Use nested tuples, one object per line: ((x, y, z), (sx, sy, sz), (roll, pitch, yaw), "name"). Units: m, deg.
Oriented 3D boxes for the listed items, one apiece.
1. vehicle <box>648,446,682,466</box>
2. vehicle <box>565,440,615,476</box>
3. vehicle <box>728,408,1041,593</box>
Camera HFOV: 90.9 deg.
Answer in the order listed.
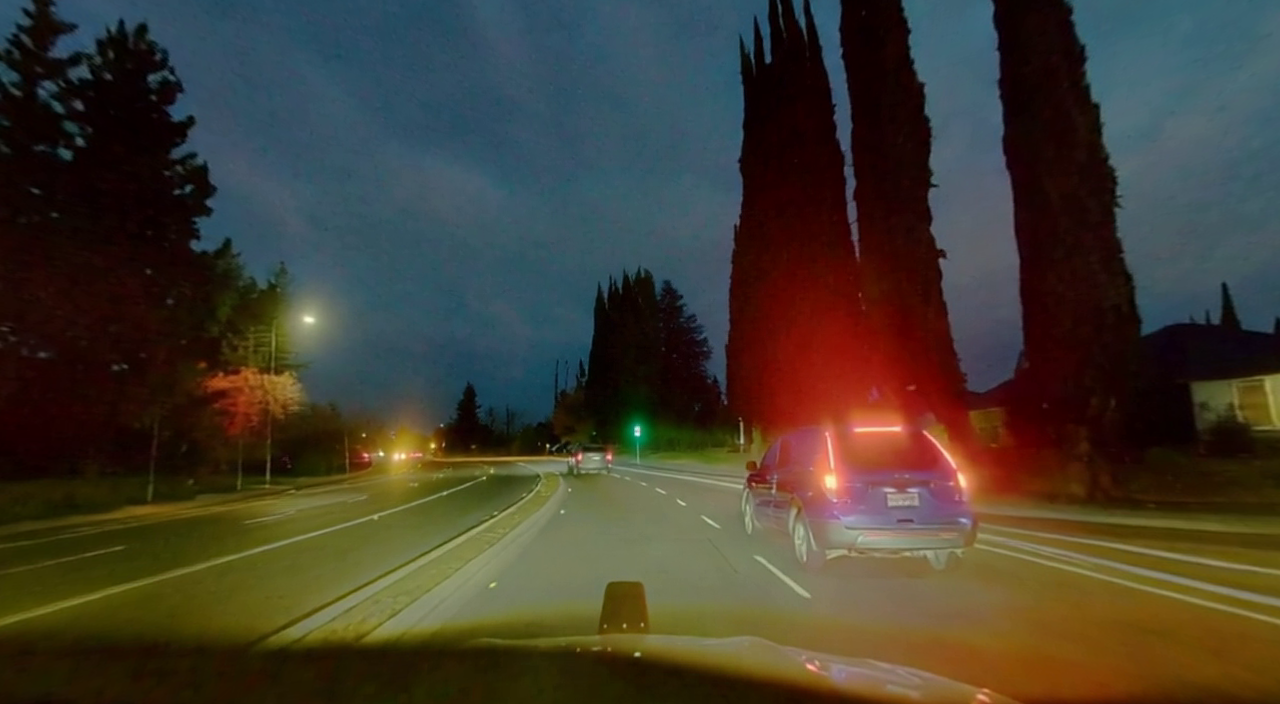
((1.903, 8.133, 49.335), (1.800, 1.511, 3.904), (2, -9, -12), "vehicle")
((-2.828, 5.771, 34.694), (2.185, 1.822, 4.583), (1, -9, -11), "vehicle")
((2.588, 1.708, 8.173), (2.024, 1.686, 4.588), (0, -9, -3), "vehicle")
